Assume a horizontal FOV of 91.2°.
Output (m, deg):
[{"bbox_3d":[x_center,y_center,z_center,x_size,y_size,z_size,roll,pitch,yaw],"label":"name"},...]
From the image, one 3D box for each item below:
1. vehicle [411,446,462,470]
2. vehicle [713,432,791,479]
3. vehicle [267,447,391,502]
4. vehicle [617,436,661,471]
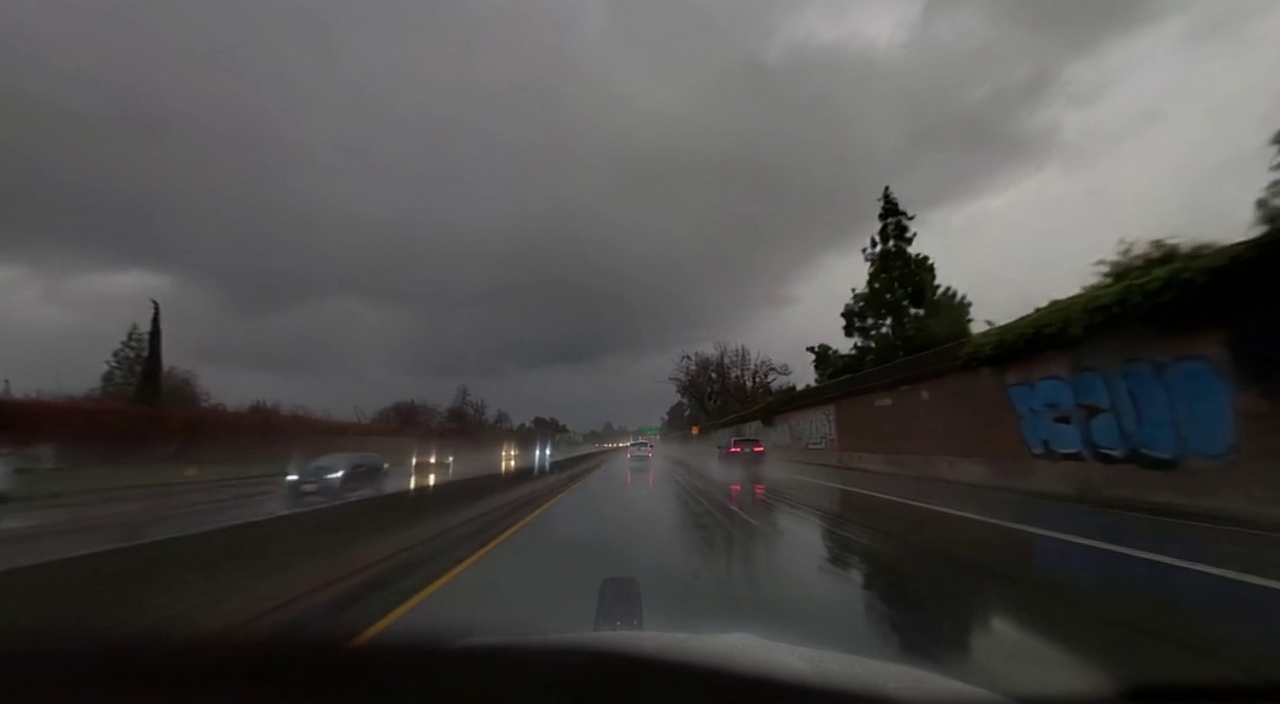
[{"bbox_3d":[-13.770,7.172,42.682,1.920,1.545,4.341,-1,-9,1],"label":"vehicle"},{"bbox_3d":[4.202,3.992,24.309,2.303,1.614,4.154,-1,-9,1],"label":"vehicle"},{"bbox_3d":[-9.593,3.766,19.733,1.895,1.504,3.928,0,-9,0],"label":"vehicle"},{"bbox_3d":[-0.086,5.171,32.075,2.095,1.671,4.219,0,-9,0],"label":"vehicle"}]
